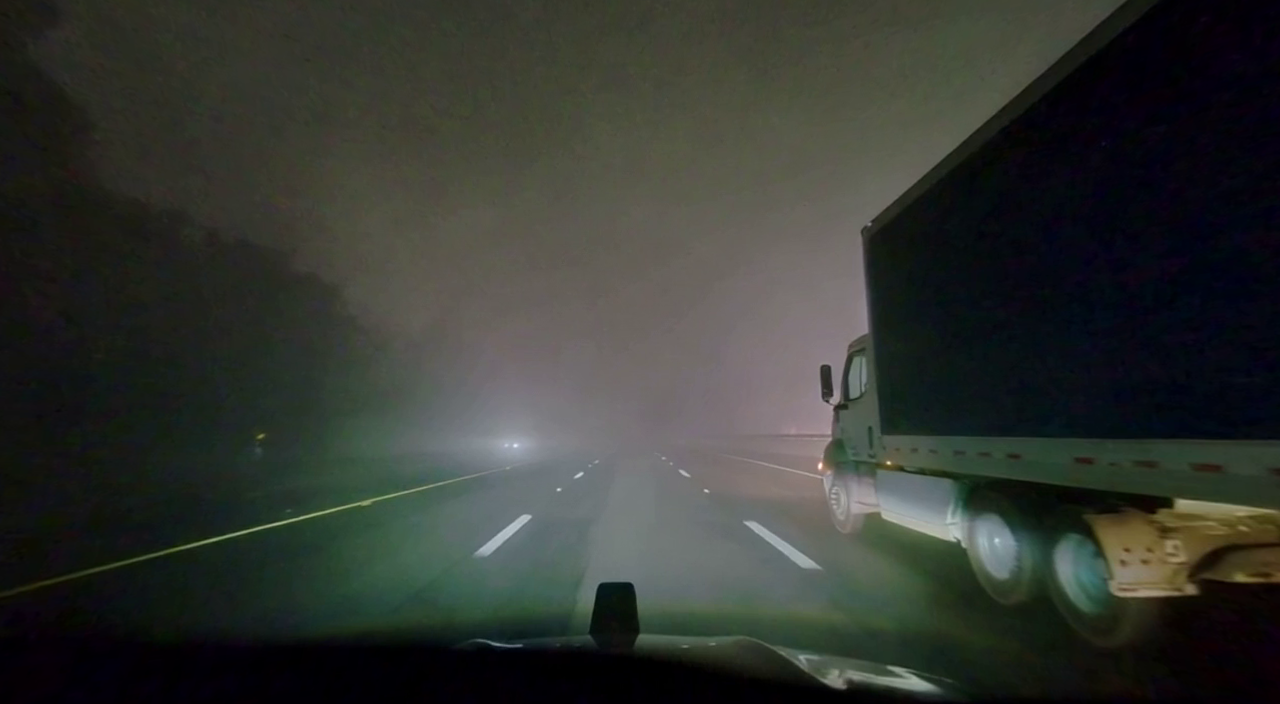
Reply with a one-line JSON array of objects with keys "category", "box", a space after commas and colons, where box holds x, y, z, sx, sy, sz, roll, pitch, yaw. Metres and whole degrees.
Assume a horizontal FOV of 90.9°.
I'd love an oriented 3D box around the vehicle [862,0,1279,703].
[{"category": "vehicle", "box": [4.449, -0.302, 2.164, 2.996, 3.849, 11.108, 0, -8, -2]}]
